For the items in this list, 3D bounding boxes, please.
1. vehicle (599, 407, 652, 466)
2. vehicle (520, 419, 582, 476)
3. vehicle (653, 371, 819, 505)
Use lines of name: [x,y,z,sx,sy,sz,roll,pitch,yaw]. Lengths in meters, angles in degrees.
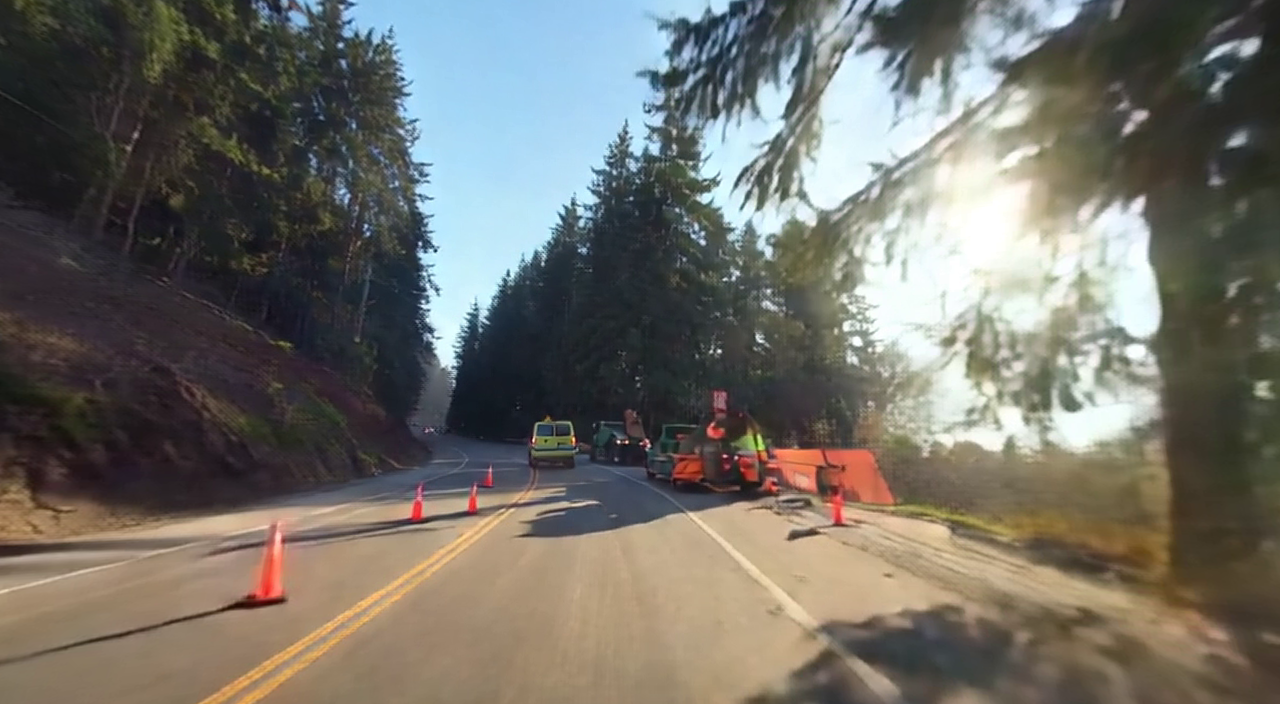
vehicle: [-0.886,4.721,35.024,2.703,3.066,4.047,1,-9,-5]
vehicle: [-3.996,4.176,27.720,2.362,2.223,4.892,2,-9,-11]
vehicle: [2.498,2.697,20.130,3.126,3.310,8.534,1,-8,-6]
